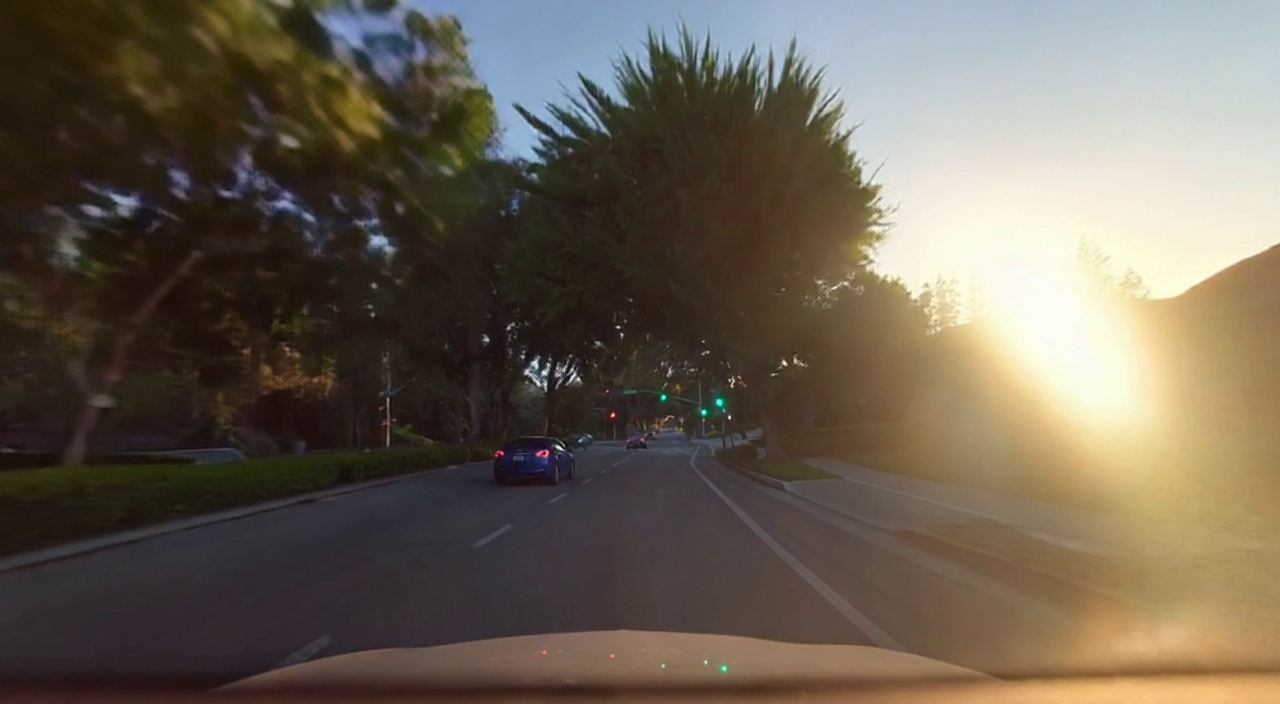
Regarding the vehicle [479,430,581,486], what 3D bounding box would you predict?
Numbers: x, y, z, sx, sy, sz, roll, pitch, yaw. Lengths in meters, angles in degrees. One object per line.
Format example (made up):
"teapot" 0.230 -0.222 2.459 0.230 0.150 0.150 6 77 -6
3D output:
"vehicle" -3.125 3.144 19.086 2.038 1.486 4.678 -1 -8 3
